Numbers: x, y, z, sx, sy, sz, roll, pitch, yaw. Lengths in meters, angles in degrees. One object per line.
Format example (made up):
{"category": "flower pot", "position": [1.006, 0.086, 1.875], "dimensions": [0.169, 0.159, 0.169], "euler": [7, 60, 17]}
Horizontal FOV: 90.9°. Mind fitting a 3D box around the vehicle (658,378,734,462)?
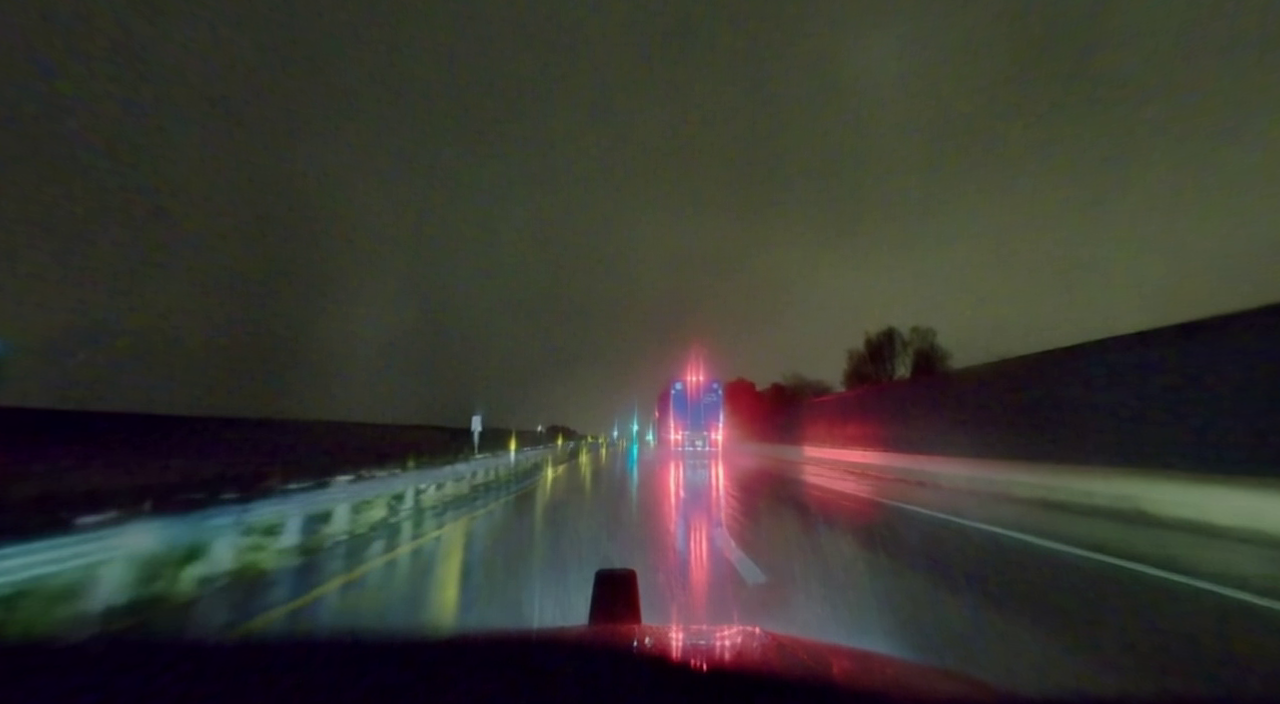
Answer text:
{"category": "vehicle", "position": [2.875, 4.159, 37.046], "dimensions": [2.924, 4.024, 13.639], "euler": [0, -8, -1]}
